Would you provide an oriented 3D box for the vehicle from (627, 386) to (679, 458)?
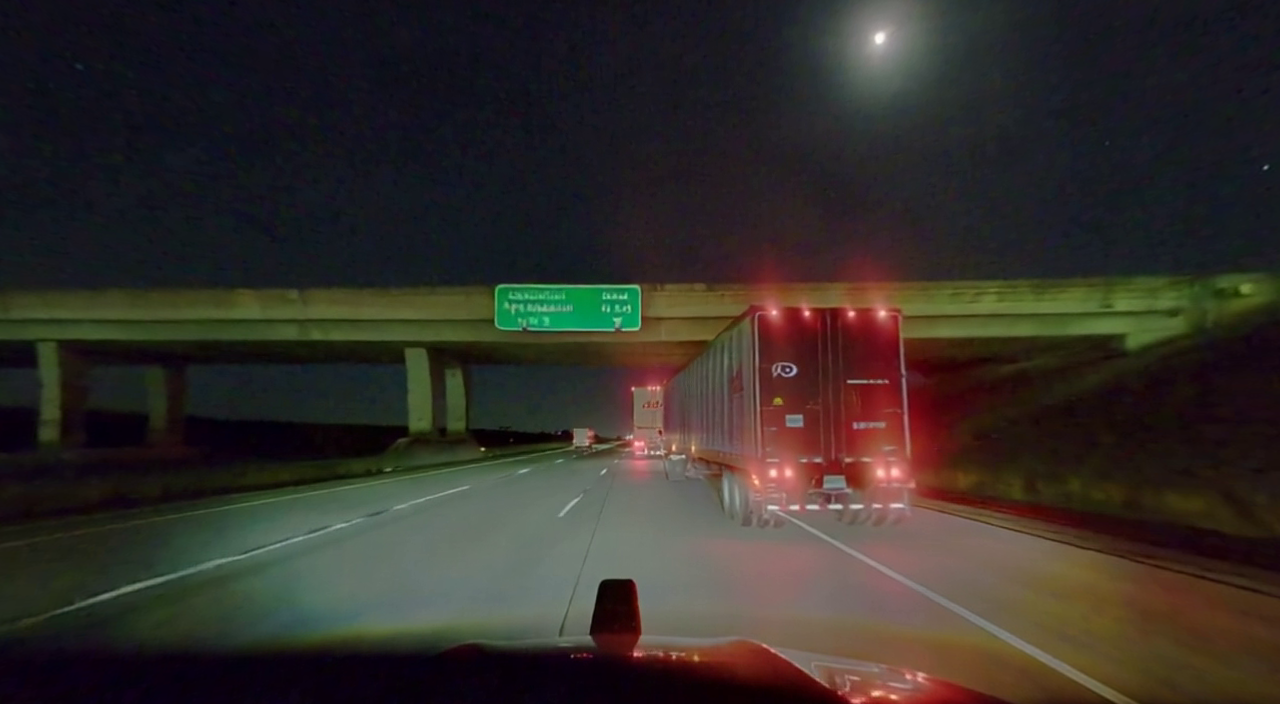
[{"bbox_3d":[0.777,5.112,44.388,3.034,4.194,14.704,0,-8,0],"label":"vehicle"}]
